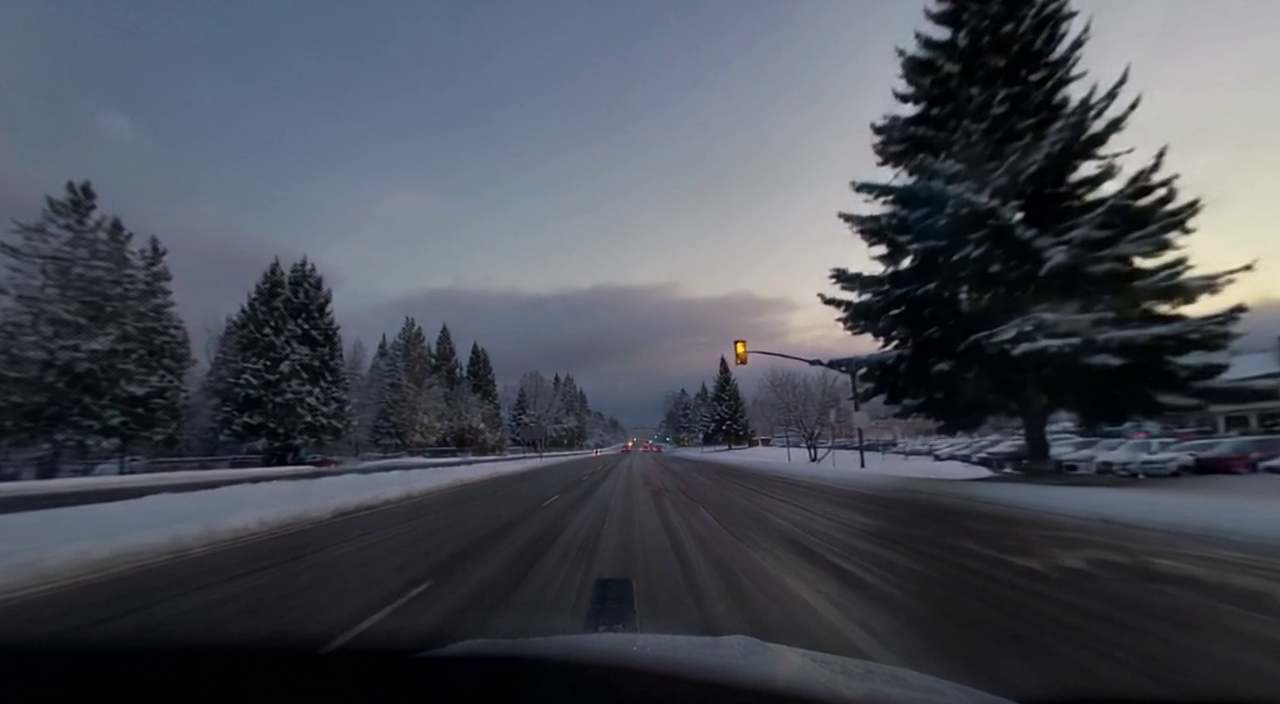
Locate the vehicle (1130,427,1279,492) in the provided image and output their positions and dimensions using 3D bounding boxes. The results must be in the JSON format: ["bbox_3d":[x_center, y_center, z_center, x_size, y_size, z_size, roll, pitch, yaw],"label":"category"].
[{"bbox_3d":[17.432,3.154,18.653,4.199,1.775,1.943,0,-8,2],"label":"vehicle"}]

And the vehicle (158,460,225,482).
[{"bbox_3d":[-35.379,9.391,49.895,4.028,1.534,1.716,-3,-9,3],"label":"vehicle"}]
